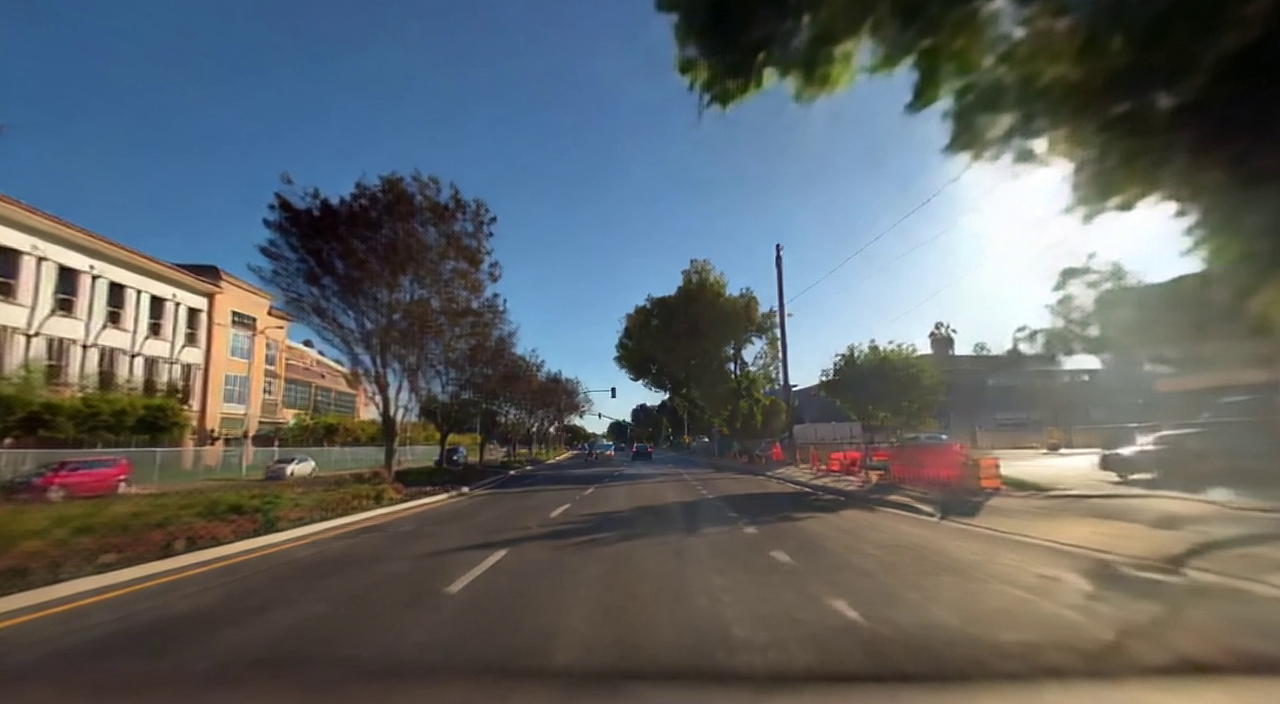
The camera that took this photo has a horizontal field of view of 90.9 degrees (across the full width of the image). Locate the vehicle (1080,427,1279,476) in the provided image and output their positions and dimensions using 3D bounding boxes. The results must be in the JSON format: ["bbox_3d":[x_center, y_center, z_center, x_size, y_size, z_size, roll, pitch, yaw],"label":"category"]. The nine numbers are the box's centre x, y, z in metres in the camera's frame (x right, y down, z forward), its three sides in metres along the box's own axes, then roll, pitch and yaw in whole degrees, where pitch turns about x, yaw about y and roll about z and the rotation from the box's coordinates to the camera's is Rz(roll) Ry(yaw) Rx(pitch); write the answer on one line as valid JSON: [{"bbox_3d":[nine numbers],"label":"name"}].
[{"bbox_3d":[17.521,3.232,20.532,4.813,1.464,2.073,0,-9,-1],"label":"vehicle"}]

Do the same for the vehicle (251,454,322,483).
[{"bbox_3d":[-23.107,7.596,41.395,1.957,1.672,4.743,0,-9,-1],"label":"vehicle"}]

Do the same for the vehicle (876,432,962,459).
[{"bbox_3d":[17.387,5.863,39.428,4.450,1.643,1.996,0,-9,0],"label":"vehicle"}]

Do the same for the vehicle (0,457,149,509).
[{"bbox_3d":[-22.909,5.193,25.468,2.067,1.743,5.056,0,-9,-1],"label":"vehicle"}]
